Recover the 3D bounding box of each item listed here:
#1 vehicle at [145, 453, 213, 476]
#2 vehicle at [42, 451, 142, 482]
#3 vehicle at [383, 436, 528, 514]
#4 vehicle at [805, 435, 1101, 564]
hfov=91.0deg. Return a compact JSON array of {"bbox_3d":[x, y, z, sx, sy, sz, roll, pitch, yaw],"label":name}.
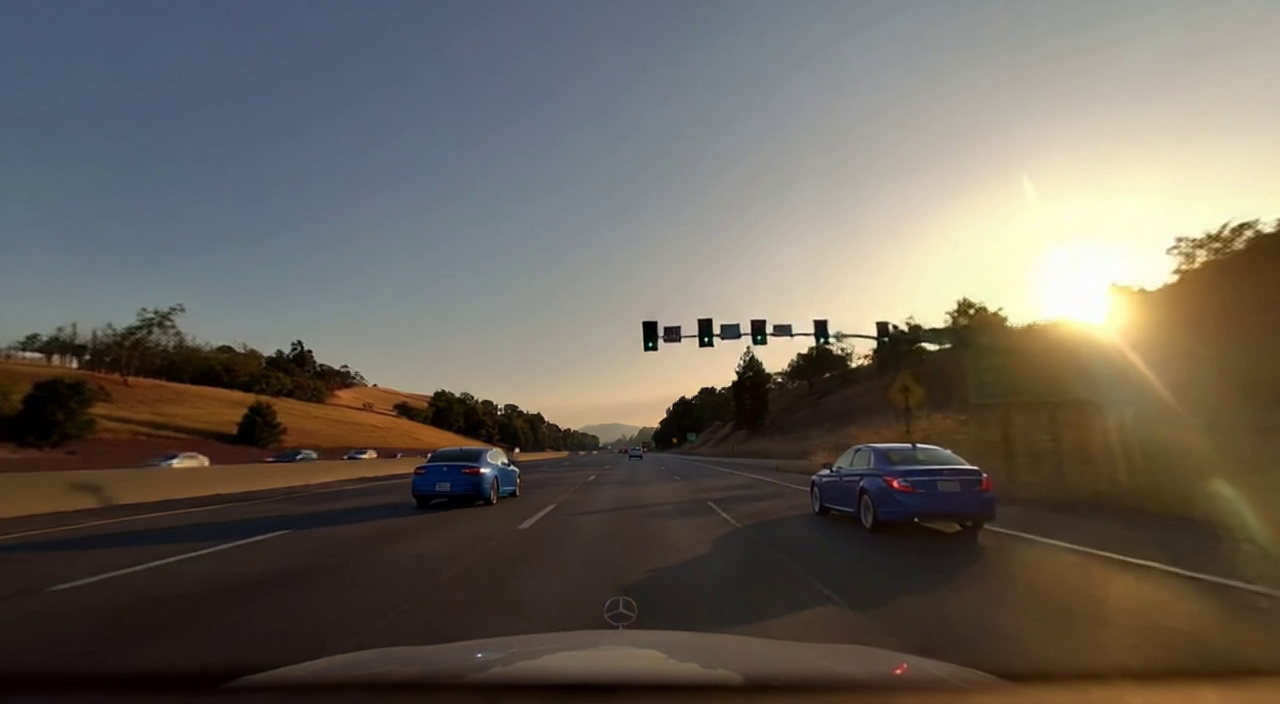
[{"bbox_3d":[-36.353,8.828,49.755,1.917,1.643,4.546,0,-9,0],"label":"vehicle"},{"bbox_3d":[-32.774,6.820,37.828,1.902,1.679,4.584,0,-9,0],"label":"vehicle"},{"bbox_3d":[-4.032,2.760,14.662,1.987,1.516,4.478,0,-9,1],"label":"vehicle"},{"bbox_3d":[4.308,2.086,9.805,2.049,1.481,4.774,0,-9,-2],"label":"vehicle"}]
